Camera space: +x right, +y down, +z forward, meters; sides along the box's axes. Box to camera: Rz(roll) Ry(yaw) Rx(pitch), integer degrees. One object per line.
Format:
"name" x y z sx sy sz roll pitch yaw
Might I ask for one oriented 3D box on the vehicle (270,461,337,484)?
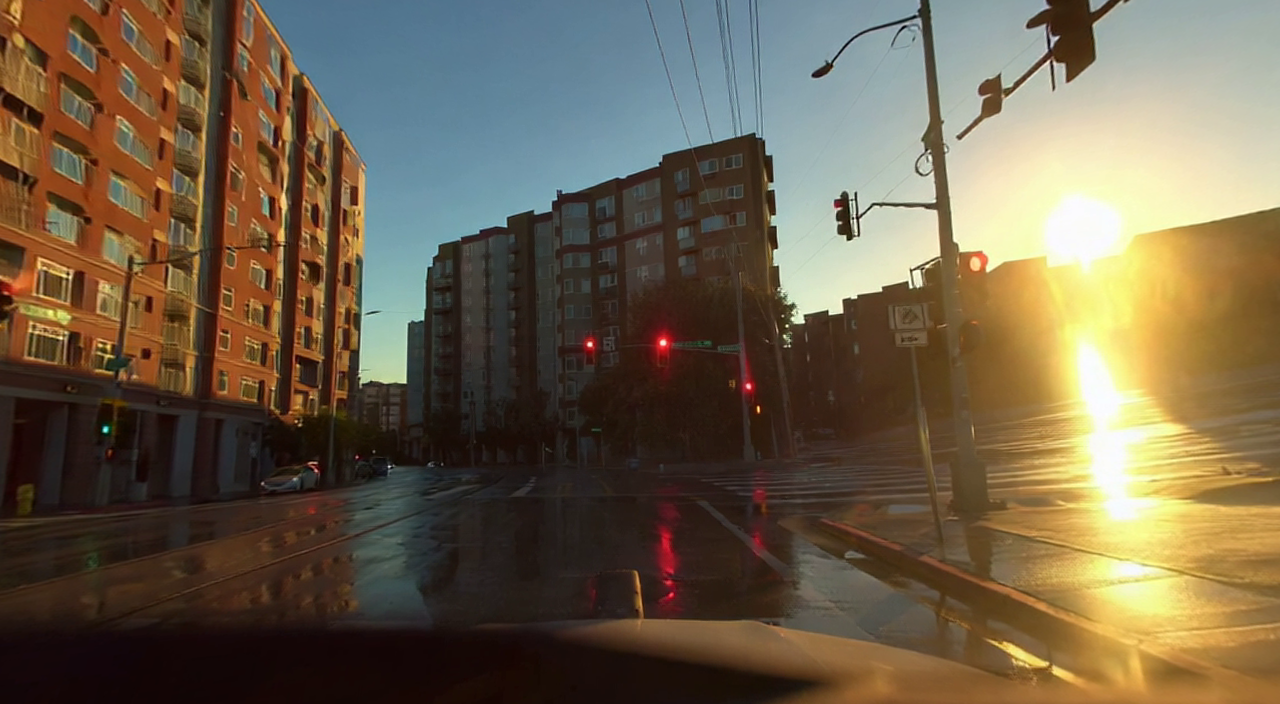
"vehicle" -24.660 8.830 46.271 3.882 1.600 1.768 0 -9 1
